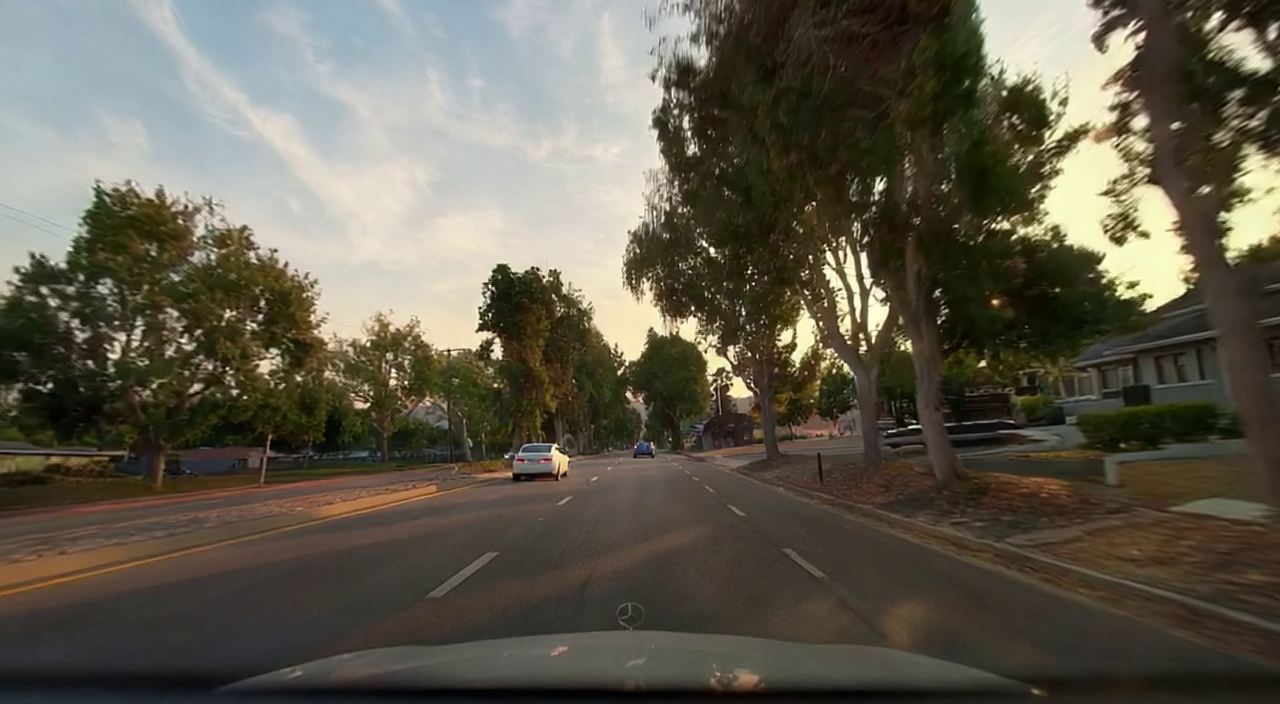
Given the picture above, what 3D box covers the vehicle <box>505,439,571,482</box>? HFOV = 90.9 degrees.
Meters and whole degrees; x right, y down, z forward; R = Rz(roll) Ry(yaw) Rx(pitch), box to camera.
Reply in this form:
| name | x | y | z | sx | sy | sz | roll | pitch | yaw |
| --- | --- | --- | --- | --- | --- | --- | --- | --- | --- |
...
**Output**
| name | x | y | z | sx | sy | sz | roll | pitch | yaw |
| --- | --- | --- | --- | --- | --- | --- | --- | --- | --- |
| vehicle | -4.140 | 4.487 | 26.333 | 1.914 | 1.630 | 4.351 | 0 | -8 | 1 |
